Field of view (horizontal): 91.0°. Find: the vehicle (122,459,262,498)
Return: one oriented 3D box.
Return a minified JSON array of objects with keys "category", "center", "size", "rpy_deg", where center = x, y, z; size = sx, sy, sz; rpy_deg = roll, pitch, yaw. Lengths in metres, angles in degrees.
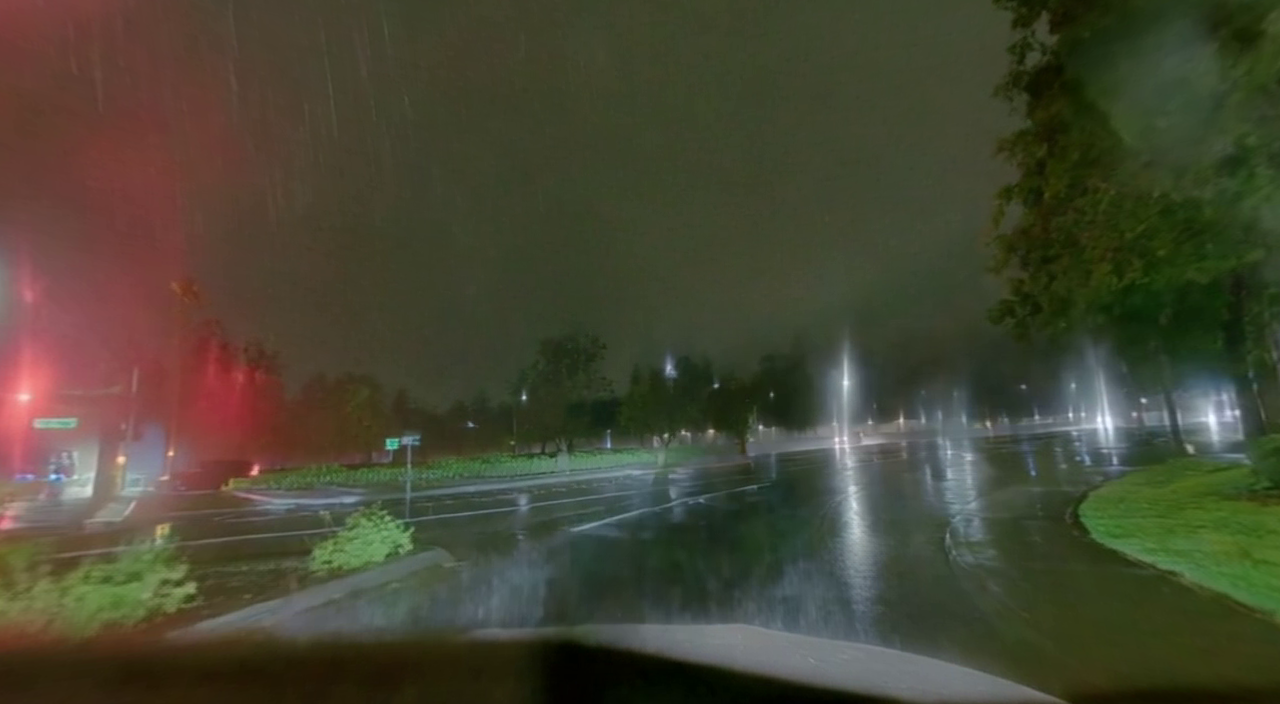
[{"category":"vehicle","center":[-19.285,5.398,27.286],"size":[1.811,1.444,4.527],"rpy_deg":[-7,-11,39]}]
